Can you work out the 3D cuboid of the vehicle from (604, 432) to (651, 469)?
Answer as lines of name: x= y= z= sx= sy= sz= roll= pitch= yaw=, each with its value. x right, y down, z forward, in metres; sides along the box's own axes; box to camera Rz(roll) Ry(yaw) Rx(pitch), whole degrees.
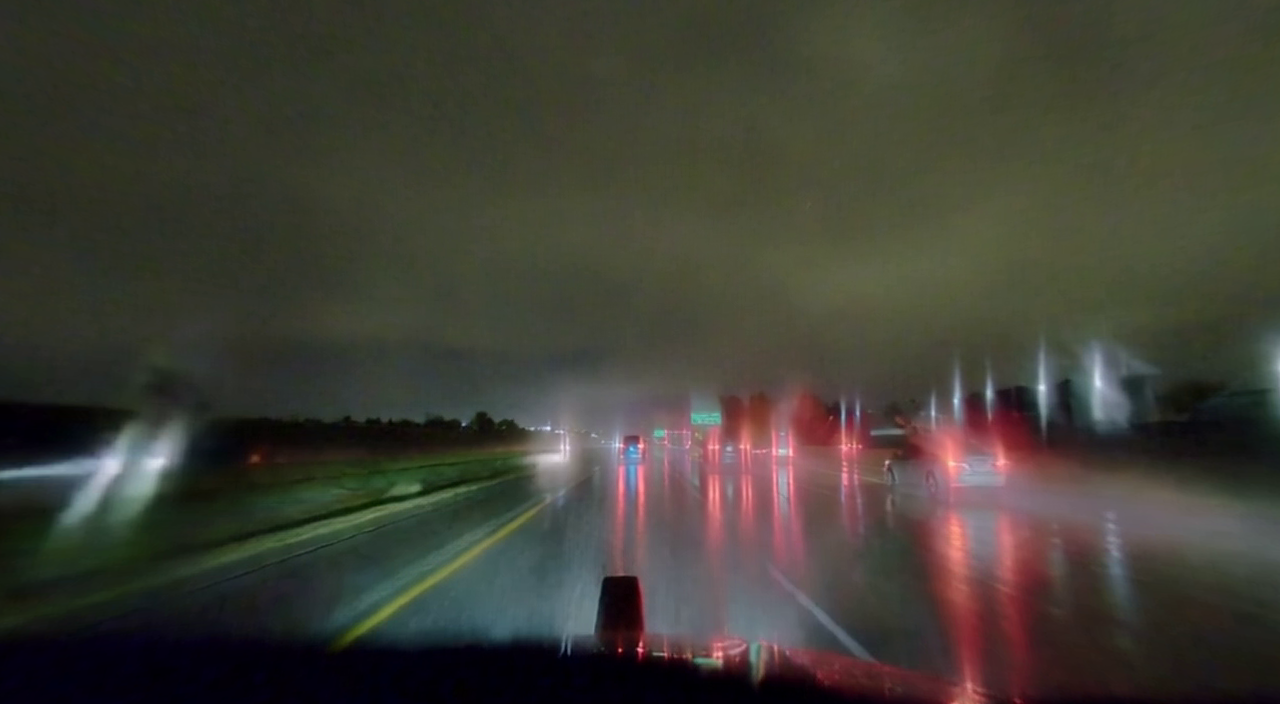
vehicle: x=-0.528 y=4.858 z=31.043 sx=2.142 sy=1.664 sz=4.076 roll=0 pitch=-9 yaw=1

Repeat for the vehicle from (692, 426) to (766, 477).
vehicle: x=3.475 y=4.042 z=25.597 sx=2.269 sy=1.839 sz=4.554 roll=1 pitch=-9 yaw=-1
